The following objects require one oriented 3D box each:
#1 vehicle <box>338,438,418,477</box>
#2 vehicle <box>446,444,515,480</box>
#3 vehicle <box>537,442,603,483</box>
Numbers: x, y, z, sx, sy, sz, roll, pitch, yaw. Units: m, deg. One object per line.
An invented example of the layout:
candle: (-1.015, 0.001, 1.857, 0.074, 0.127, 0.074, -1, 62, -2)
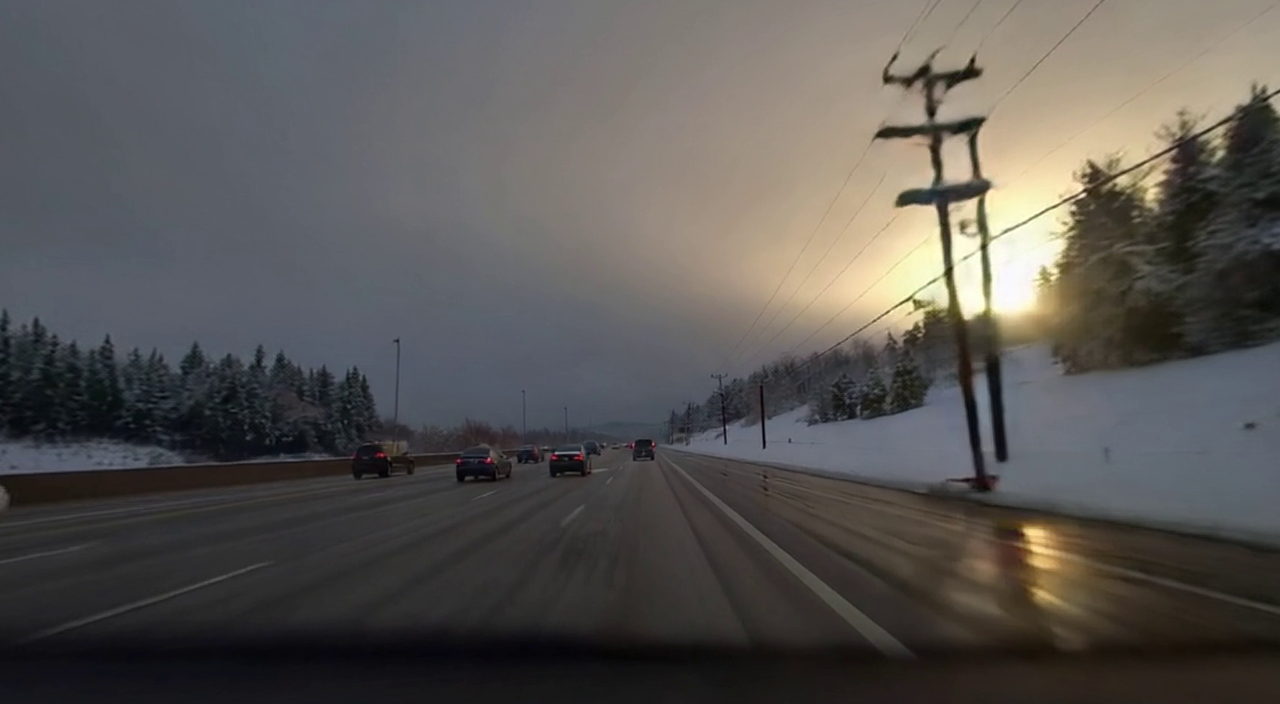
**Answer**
vehicle: (-14.209, 5.755, 34.619, 2.172, 1.946, 5.017, 0, -9, 1)
vehicle: (-7.081, 4.909, 28.433, 1.899, 1.472, 4.202, 0, -9, 2)
vehicle: (-2.664, 4.345, 25.113, 2.064, 1.446, 4.409, 0, -9, 1)
